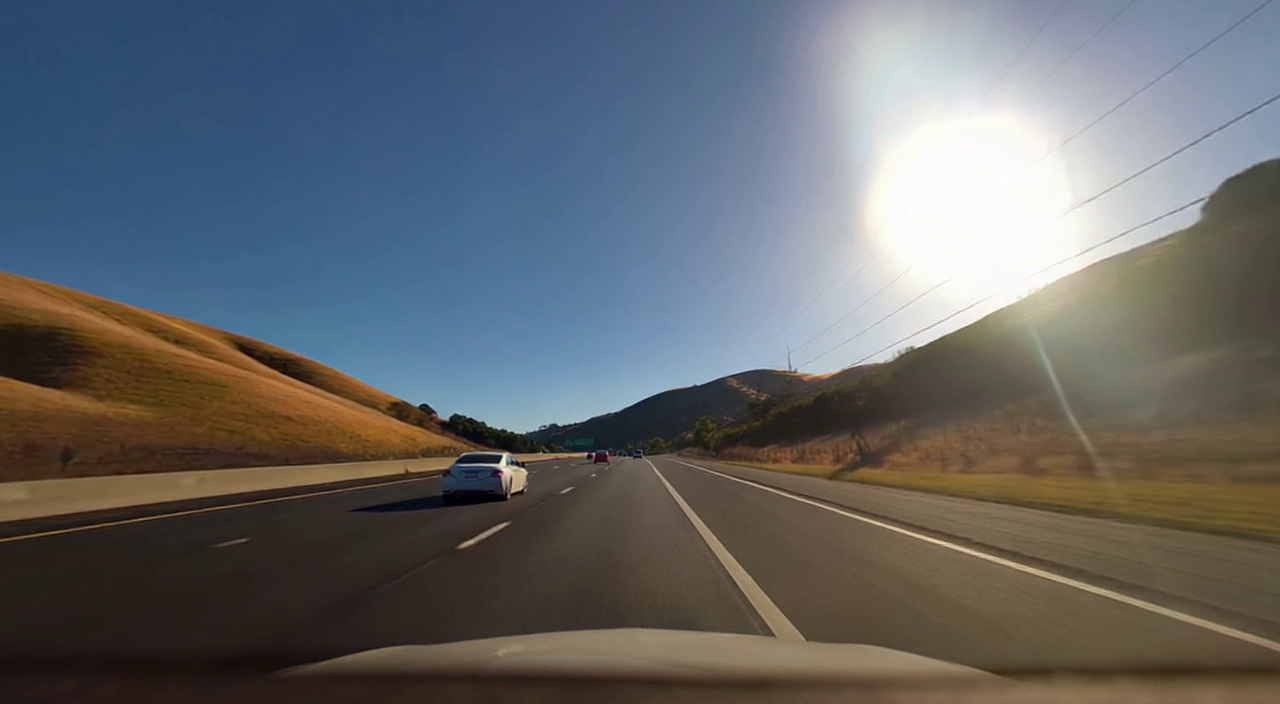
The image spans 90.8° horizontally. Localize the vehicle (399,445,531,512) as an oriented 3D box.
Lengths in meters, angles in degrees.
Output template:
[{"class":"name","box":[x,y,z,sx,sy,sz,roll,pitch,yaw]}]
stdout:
[{"class":"vehicle","box":[-4.380,3.250,16.796,2.064,1.489,4.966,0,-9,0]}]
